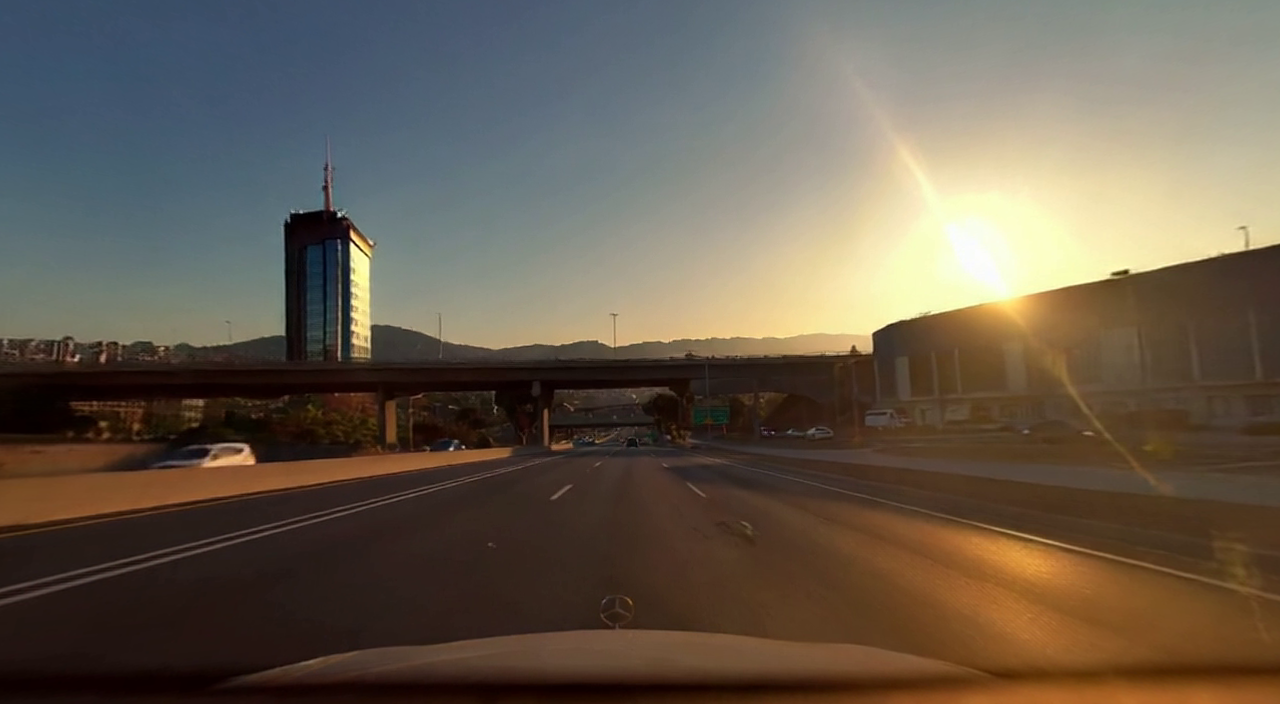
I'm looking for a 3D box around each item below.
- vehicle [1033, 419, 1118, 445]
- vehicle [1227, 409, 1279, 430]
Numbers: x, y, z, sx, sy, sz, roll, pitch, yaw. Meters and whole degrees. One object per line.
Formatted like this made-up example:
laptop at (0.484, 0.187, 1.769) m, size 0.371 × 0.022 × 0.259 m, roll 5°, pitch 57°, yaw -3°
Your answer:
vehicle at (24.166, 4.491, 35.075) m, size 1.777 × 1.345 × 4.066 m, roll -1°, pitch -8°, yaw -1°
vehicle at (45.074, 4.936, 45.811) m, size 1.492 × 1.373 × 3.282 m, roll -1°, pitch -8°, yaw 2°
